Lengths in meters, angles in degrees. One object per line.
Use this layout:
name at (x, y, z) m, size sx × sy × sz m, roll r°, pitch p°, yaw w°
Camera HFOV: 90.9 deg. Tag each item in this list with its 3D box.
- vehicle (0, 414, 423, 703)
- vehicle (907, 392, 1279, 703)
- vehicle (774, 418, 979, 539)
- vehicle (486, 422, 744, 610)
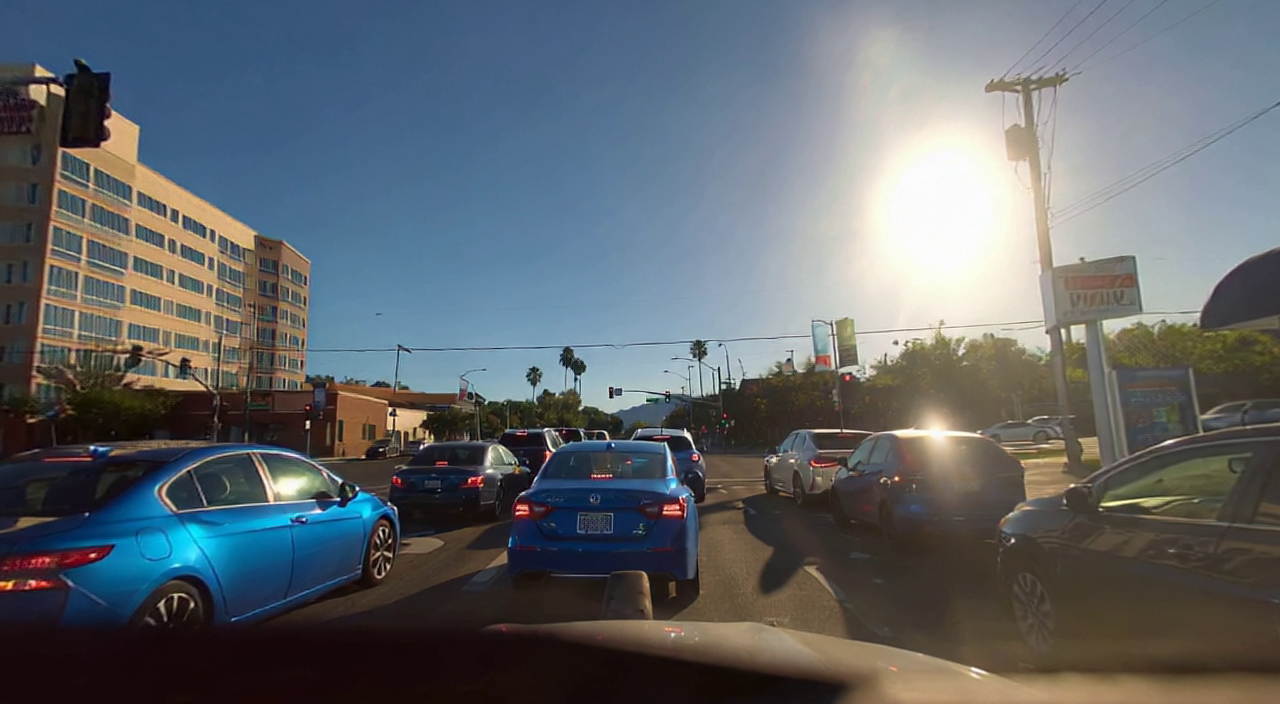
vehicle at (-3.405, 1.302, 4.726) m, size 1.980 × 1.454 × 4.226 m, roll 0°, pitch -8°, yaw 1°
vehicle at (3.418, 1.070, 3.497) m, size 1.981 × 1.499 × 4.536 m, roll 0°, pitch -8°, yaw 2°
vehicle at (3.778, 2.096, 11.022) m, size 2.007 × 1.683 × 4.171 m, roll 0°, pitch -8°, yaw 1°
vehicle at (-0.187, 1.612, 7.103) m, size 2.059 × 1.477 × 3.988 m, roll 0°, pitch -8°, yaw 1°
